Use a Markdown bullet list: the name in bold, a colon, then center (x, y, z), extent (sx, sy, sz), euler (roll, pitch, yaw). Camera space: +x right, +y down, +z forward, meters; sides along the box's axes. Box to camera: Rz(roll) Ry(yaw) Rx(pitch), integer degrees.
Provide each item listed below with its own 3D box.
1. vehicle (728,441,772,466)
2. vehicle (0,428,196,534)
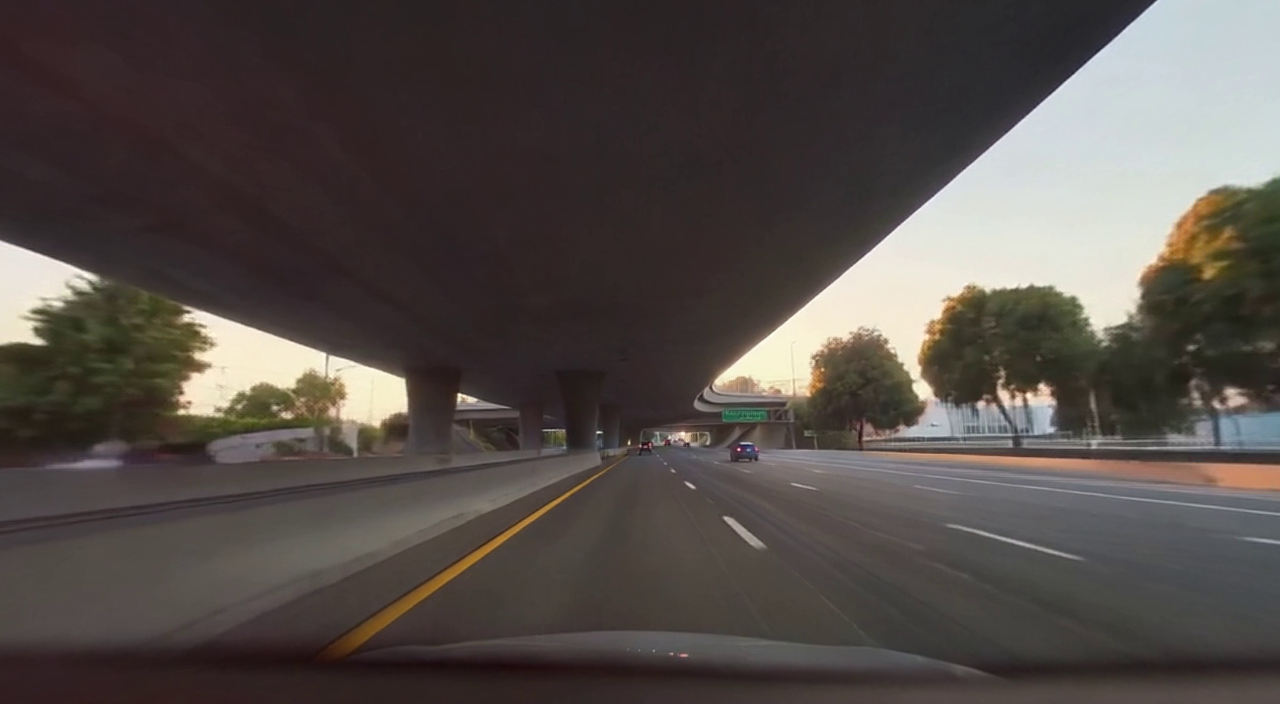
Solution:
- **vehicle**: center (7.006, 6.519, 40.563), extent (2.025, 1.484, 4.208), euler (0, -8, 0)
- **vehicle**: center (-10.538, 2.189, 11.145), extent (2.027, 1.551, 4.656), euler (0, -8, -1)
